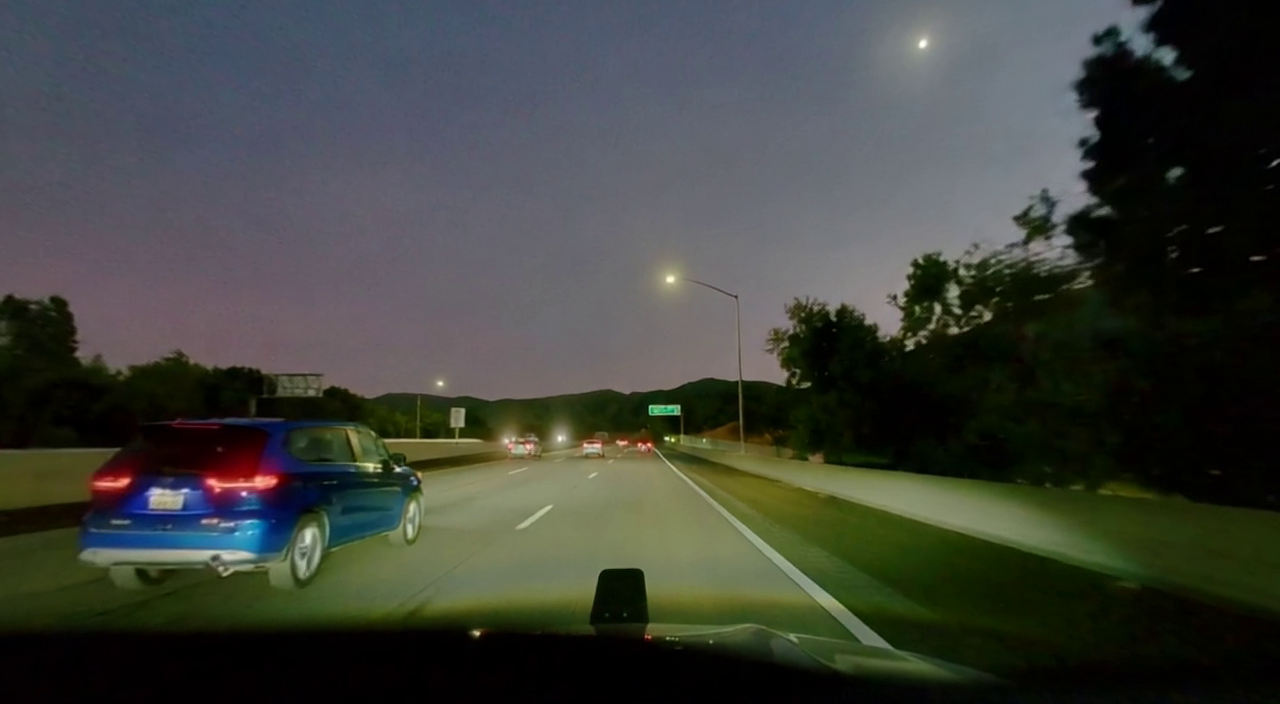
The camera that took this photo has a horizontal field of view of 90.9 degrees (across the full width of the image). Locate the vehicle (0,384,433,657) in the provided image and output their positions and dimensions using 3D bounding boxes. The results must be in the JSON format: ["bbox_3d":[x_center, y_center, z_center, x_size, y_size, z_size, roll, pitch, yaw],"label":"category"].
[{"bbox_3d":[-3.921,1.389,6.283,2.138,1.718,4.415,-1,-8,1],"label":"vehicle"}]

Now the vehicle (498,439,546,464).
[{"bbox_3d":[-7.289,6.180,39.306,1.963,1.476,4.739,-1,-8,1],"label":"vehicle"}]
